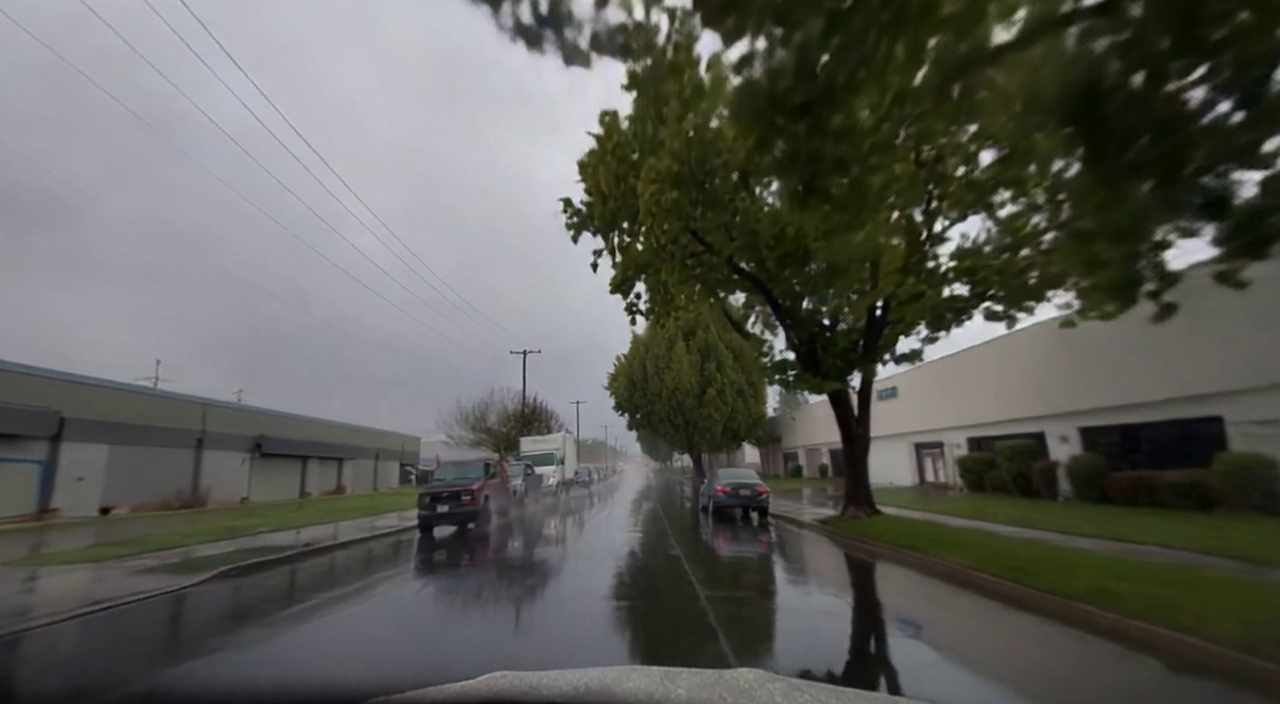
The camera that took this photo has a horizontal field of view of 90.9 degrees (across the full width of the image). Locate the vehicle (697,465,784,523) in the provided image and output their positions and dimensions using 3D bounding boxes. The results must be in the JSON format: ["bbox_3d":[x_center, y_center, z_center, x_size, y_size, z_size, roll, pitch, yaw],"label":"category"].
[{"bbox_3d":[2.739,3.984,18.023,1.819,1.446,3.909,1,-11,0],"label":"vehicle"}]

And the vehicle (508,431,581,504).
[{"bbox_3d":[-3.924,4.952,27.024,2.242,2.726,5.581,1,-11,-1],"label":"vehicle"}]

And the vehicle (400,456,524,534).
[{"bbox_3d":[-4.114,3.377,15.225,1.835,1.625,3.674,0,-11,1],"label":"vehicle"}]
